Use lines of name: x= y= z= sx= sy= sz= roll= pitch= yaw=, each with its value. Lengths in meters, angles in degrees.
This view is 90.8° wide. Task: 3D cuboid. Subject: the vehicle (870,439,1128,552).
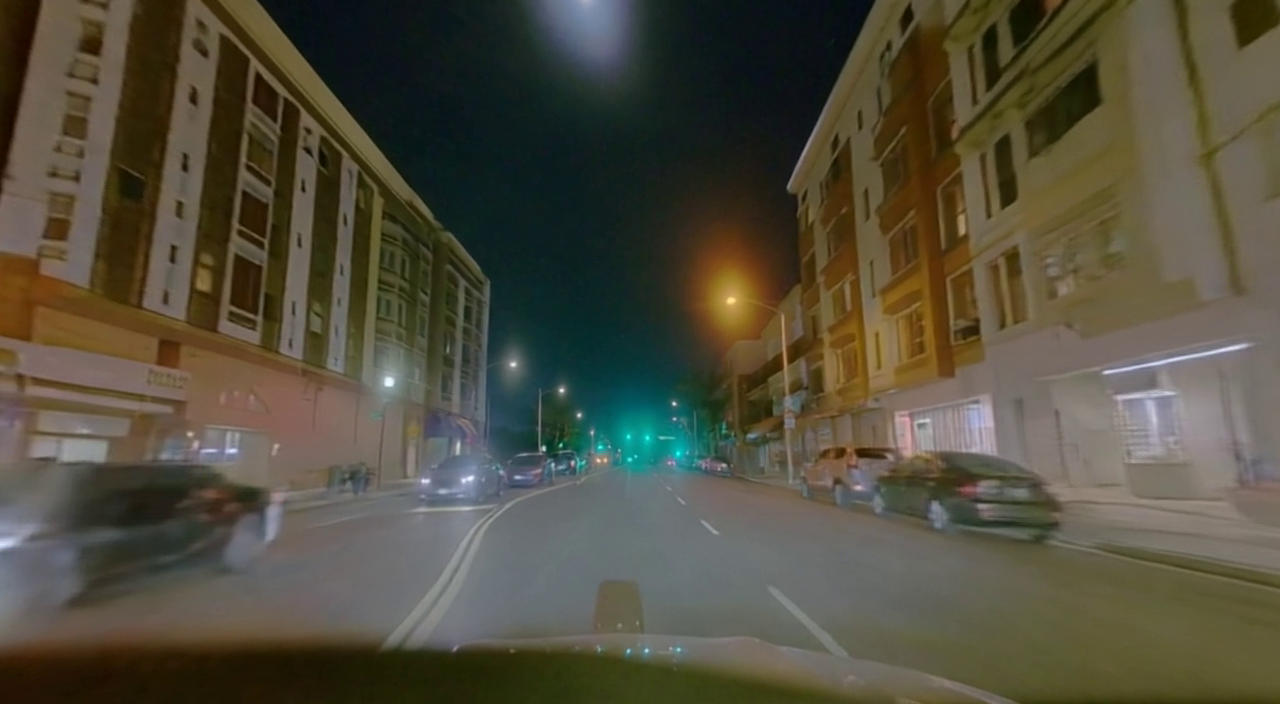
vehicle: x=5.868 y=2.344 z=11.148 sx=1.957 sy=1.572 sz=4.418 roll=0 pitch=-8 yaw=0

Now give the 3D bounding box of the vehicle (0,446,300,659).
vehicle: x=-5.535 y=1.672 z=6.104 sx=2.052 sy=1.481 sz=4.248 roll=0 pitch=-8 yaw=1

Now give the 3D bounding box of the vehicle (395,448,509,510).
vehicle: x=-5.251 y=3.572 z=18.252 sx=1.949 sy=1.533 sz=3.864 roll=-1 pitch=-8 yaw=2

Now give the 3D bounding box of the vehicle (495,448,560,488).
vehicle: x=-4.973 y=5.157 z=28.468 sx=1.950 sy=1.636 sz=4.253 roll=-1 pitch=-8 yaw=3

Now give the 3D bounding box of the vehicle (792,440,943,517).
vehicle: x=5.792 y=3.248 z=16.925 sx=2.138 sy=1.715 sz=4.886 roll=0 pitch=-8 yaw=-1

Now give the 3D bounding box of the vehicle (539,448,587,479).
vehicle: x=-4.465 y=6.533 z=37.334 sx=2.145 sy=1.653 sz=4.421 roll=-1 pitch=-8 yaw=2

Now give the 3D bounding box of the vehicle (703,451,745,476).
vehicle: x=5.789 y=7.711 z=43.908 sx=2.054 sy=1.525 sz=4.258 roll=0 pitch=-8 yaw=-4
